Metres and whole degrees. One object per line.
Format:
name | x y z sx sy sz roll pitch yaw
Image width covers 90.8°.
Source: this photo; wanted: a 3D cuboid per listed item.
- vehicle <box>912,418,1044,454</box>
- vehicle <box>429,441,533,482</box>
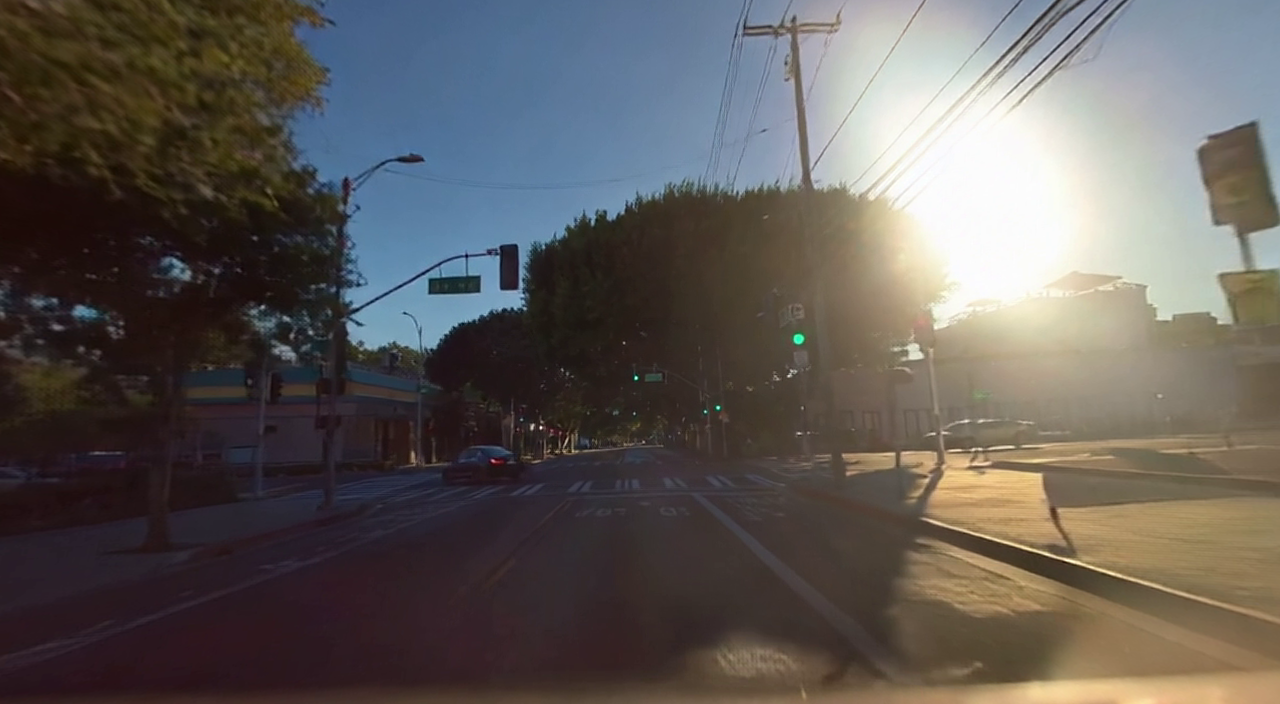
vehicle | 14.598 3.651 27.470 4.632 1.484 1.907 0 -8 -1
vehicle | -6.878 4.612 27.038 4.624 1.478 2.118 -8 -7 42
